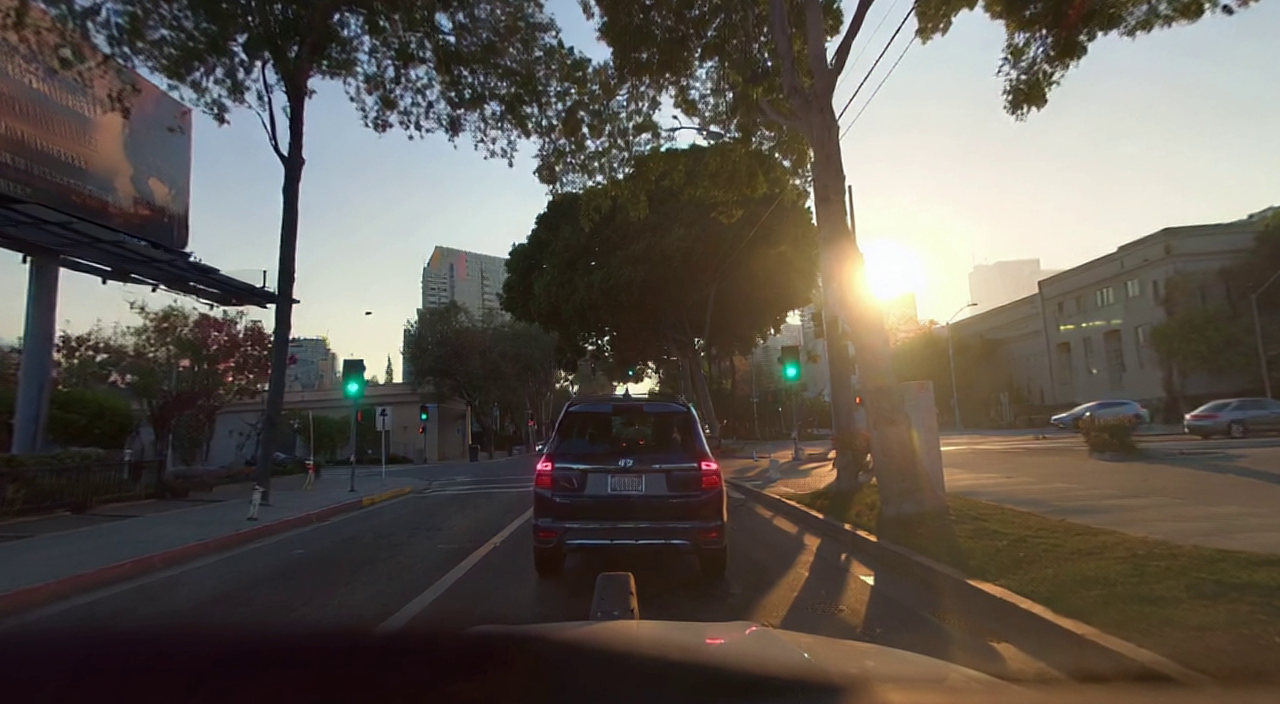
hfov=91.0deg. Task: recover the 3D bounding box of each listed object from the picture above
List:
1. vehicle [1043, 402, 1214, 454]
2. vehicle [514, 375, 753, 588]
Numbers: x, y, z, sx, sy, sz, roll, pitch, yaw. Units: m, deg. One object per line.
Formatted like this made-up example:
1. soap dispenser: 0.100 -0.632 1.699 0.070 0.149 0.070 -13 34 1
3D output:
1. vehicle: 15.281 2.445 19.925 3.750 1.502 1.781 -2 -8 13
2. vehicle: -0.056 1.439 7.673 2.142 1.904 3.816 -1 -8 0
